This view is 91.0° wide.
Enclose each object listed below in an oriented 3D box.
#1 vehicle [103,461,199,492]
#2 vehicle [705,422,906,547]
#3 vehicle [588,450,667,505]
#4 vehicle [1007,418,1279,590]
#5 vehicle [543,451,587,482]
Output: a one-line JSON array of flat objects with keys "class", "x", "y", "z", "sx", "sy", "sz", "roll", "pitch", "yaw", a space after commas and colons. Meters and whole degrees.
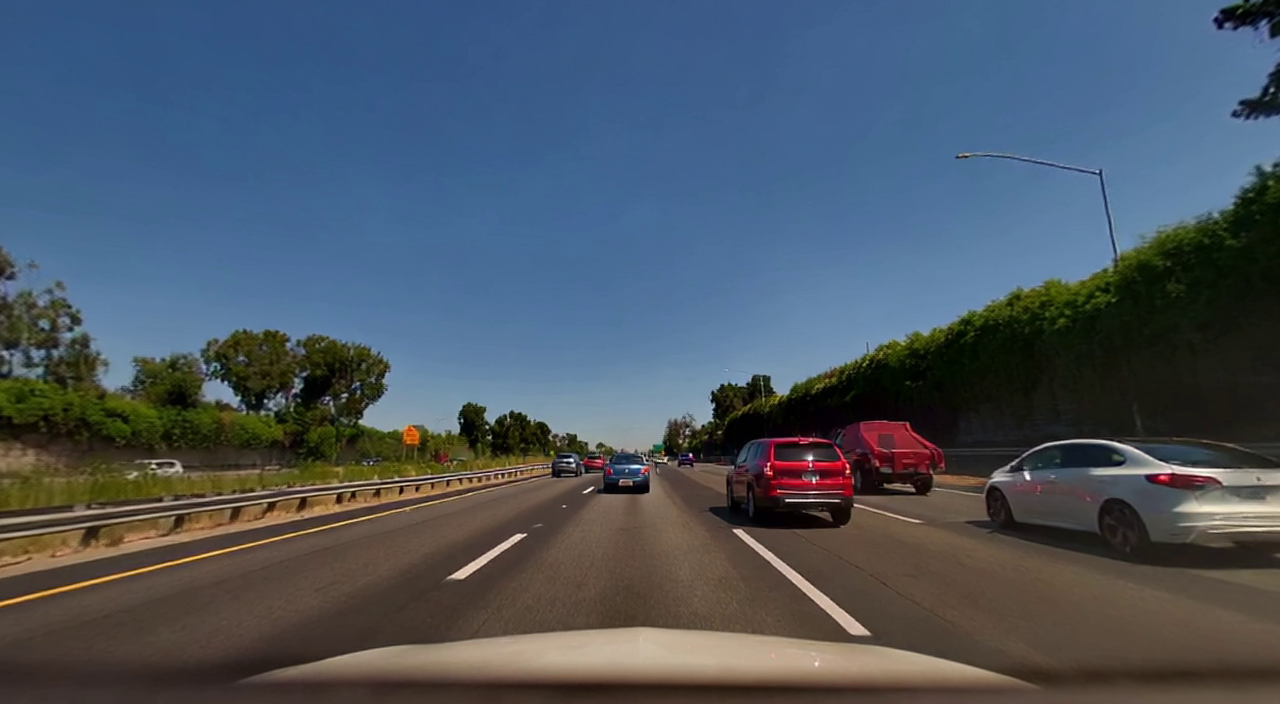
[{"class": "vehicle", "x": -28.917, "y": 7.325, "z": 37.445, "sx": 1.914, "sy": 1.634, "sz": 4.517, "roll": 0, "pitch": -9, "yaw": 1}, {"class": "vehicle", "x": 2.553, "y": 2.182, "z": 10.949, "sx": 2.230, "sy": 1.740, "sz": 3.976, "roll": 1, "pitch": -9, "yaw": -3}, {"class": "vehicle", "x": -0.319, "y": 3.773, "z": 19.361, "sx": 2.157, "sy": 1.495, "sz": 4.038, "roll": 0, "pitch": -9, "yaw": 1}, {"class": "vehicle", "x": 7.167, "y": 1.810, "z": 8.272, "sx": 1.972, "sy": 1.647, "sz": 4.429, "roll": 0, "pitch": -9, "yaw": 0}, {"class": "vehicle", "x": -4.178, "y": 6.385, "z": 35.484, "sx": 1.889, "sy": 1.600, "sz": 4.043, "roll": 0, "pitch": -9, "yaw": 1}]
